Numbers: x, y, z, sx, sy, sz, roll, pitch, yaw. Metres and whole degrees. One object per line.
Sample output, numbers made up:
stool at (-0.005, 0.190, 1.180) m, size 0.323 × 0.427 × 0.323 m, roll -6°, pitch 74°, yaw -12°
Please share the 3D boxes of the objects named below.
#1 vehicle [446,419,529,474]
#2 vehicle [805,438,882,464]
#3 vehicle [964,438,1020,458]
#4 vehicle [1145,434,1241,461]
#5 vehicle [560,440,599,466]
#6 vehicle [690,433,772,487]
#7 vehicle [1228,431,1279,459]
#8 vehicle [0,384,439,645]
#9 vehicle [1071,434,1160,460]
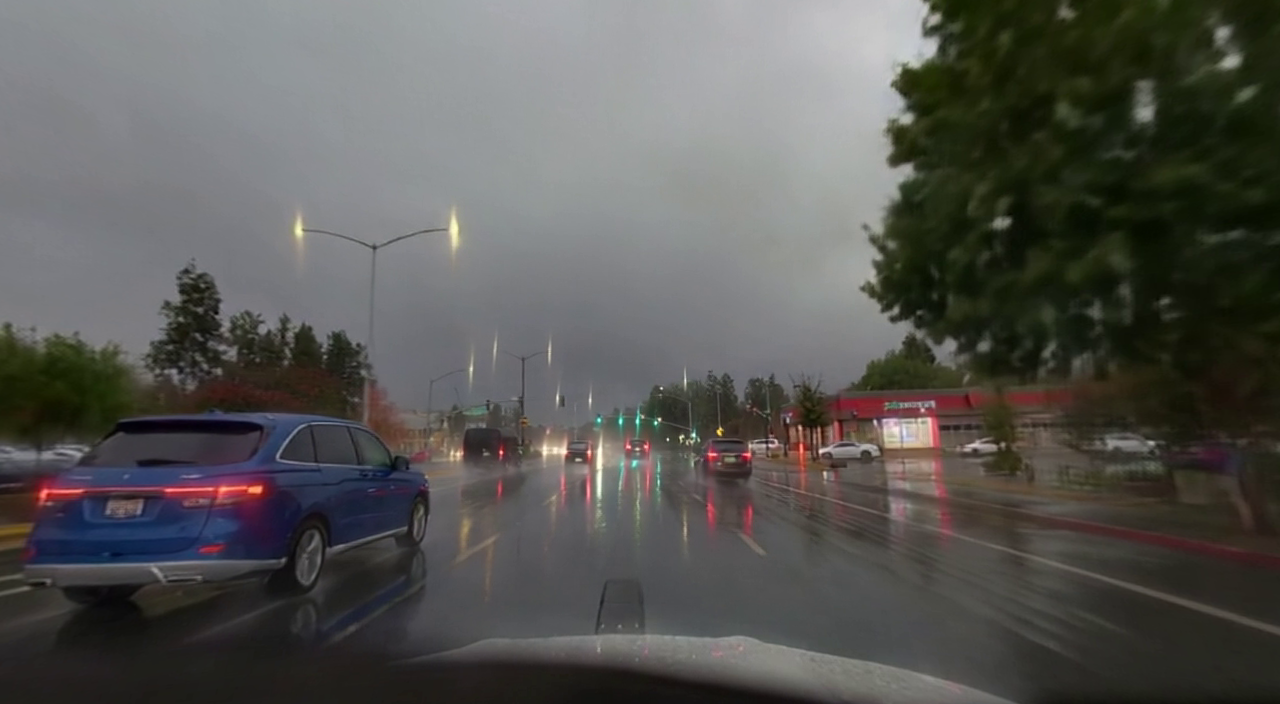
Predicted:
vehicle at (-7.766, 4.948, 32.945) m, size 2.863 × 2.592 × 6.410 m, roll 0°, pitch -9°, yaw -1°
vehicle at (14.450, 7.056, 44.893) m, size 4.626 × 1.562 × 2.159 m, roll -2°, pitch -9°, yaw -3°
vehicle at (27.725, 7.608, 49.755) m, size 1.768 × 1.460 × 4.677 m, roll 0°, pitch -9°, yaw 0°
vehicle at (33.230, 5.780, 37.999) m, size 1.817 × 1.503 × 4.238 m, roll 0°, pitch -9°, yaw -1°
vehicle at (-4.070, 6.869, 42.919) m, size 2.133 × 1.677 × 4.727 m, roll 0°, pitch -9°, yaw 0°
vehicle at (3.221, 3.965, 23.414) m, size 2.167 × 1.792 × 4.835 m, roll 0°, pitch -9°, yaw -2°
vehicle at (38.140, 5.583, 37.732) m, size 1.812 × 1.641 × 3.875 m, roll 1°, pitch -9°, yaw -2°
vehicle at (-3.787, 1.413, 6.448) m, size 2.038 × 1.748 × 4.303 m, roll 0°, pitch -9°, yaw -1°
vehicle at (28.099, 5.654, 37.363) m, size 1.760 × 1.431 × 4.343 m, roll 0°, pitch -9°, yaw -2°
